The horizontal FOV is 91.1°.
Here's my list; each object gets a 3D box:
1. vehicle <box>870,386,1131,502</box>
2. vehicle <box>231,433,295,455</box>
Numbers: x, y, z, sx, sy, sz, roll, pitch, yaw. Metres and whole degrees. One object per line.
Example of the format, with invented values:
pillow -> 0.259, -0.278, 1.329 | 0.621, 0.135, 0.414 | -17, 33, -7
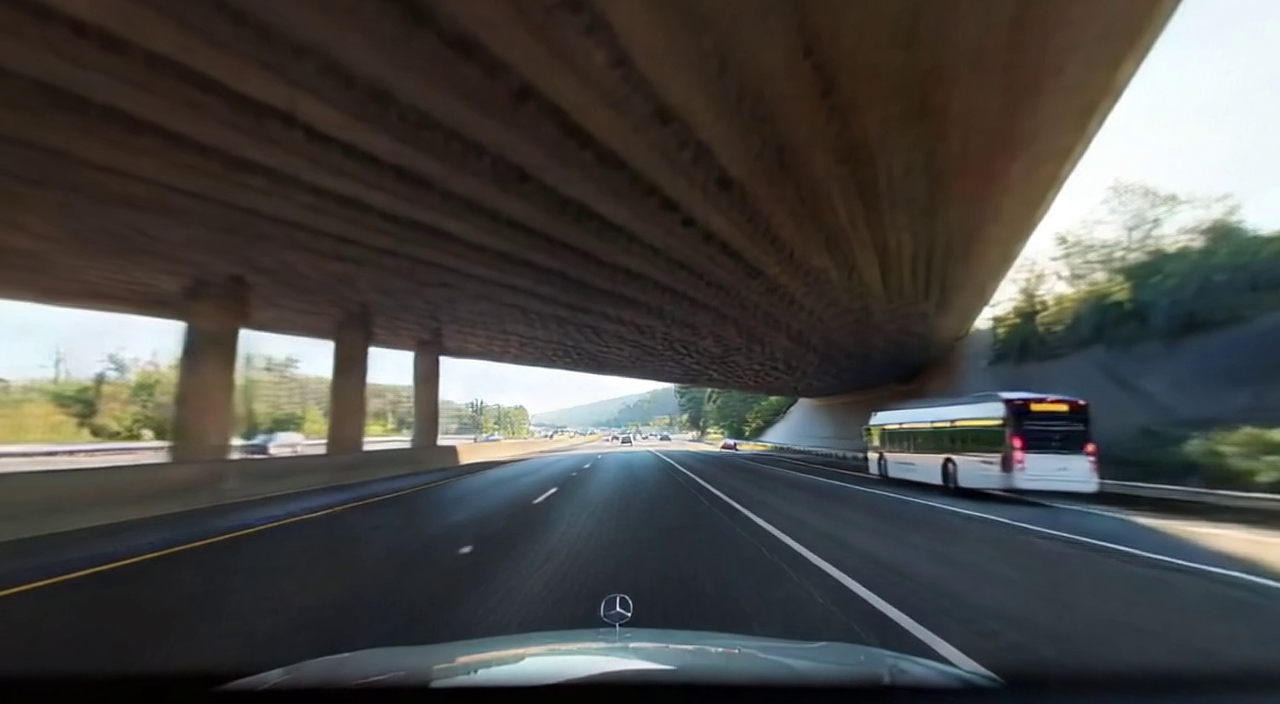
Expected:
vehicle -> 12.407, 3.399, 23.902 | 3.009, 3.265, 12.098 | 0, -8, 1
vehicle -> -26.359, 6.427, 44.085 | 1.805, 1.425, 4.525 | 0, -8, -2
